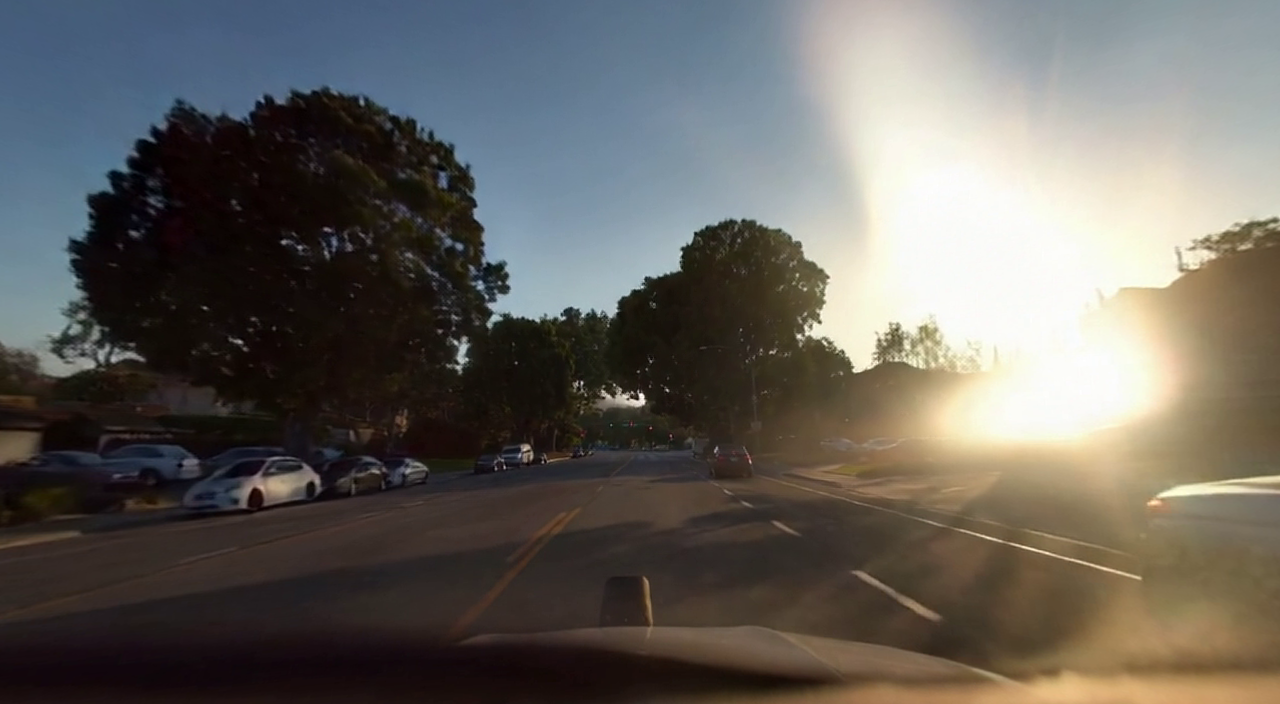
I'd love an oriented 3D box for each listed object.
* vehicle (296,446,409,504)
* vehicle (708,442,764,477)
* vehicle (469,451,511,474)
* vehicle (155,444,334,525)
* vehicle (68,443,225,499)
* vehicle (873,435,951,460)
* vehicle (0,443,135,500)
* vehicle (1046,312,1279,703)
[{"bbox_3d":[-10.586,4.501,23.614,2.231,1.736,4.630,-4,-8,-3],"label":"vehicle"},{"bbox_3d":[4.398,4.989,29.512,1.956,1.492,4.425,0,-9,0],"label":"vehicle"},{"bbox_3d":[-10.495,7.746,44.417,1.829,1.441,4.355,0,-9,0],"label":"vehicle"},{"bbox_3d":[-10.709,3.556,17.596,2.083,1.791,4.585,-5,-9,0],"label":"vehicle"},{"bbox_3d":[-17.544,4.212,22.753,1.914,1.792,4.470,-1,-9,2],"label":"vehicle"},{"bbox_3d":[17.630,6.214,40.986,4.065,1.557,2.107,0,-9,-1],"label":"vehicle"},{"bbox_3d":[-20.416,4.146,22.072,1.918,1.767,4.063,-3,-9,3],"label":"vehicle"},{"bbox_3d":[4.027,0.558,1.284,2.497,1.889,5.833,0,-9,0],"label":"vehicle"}]
